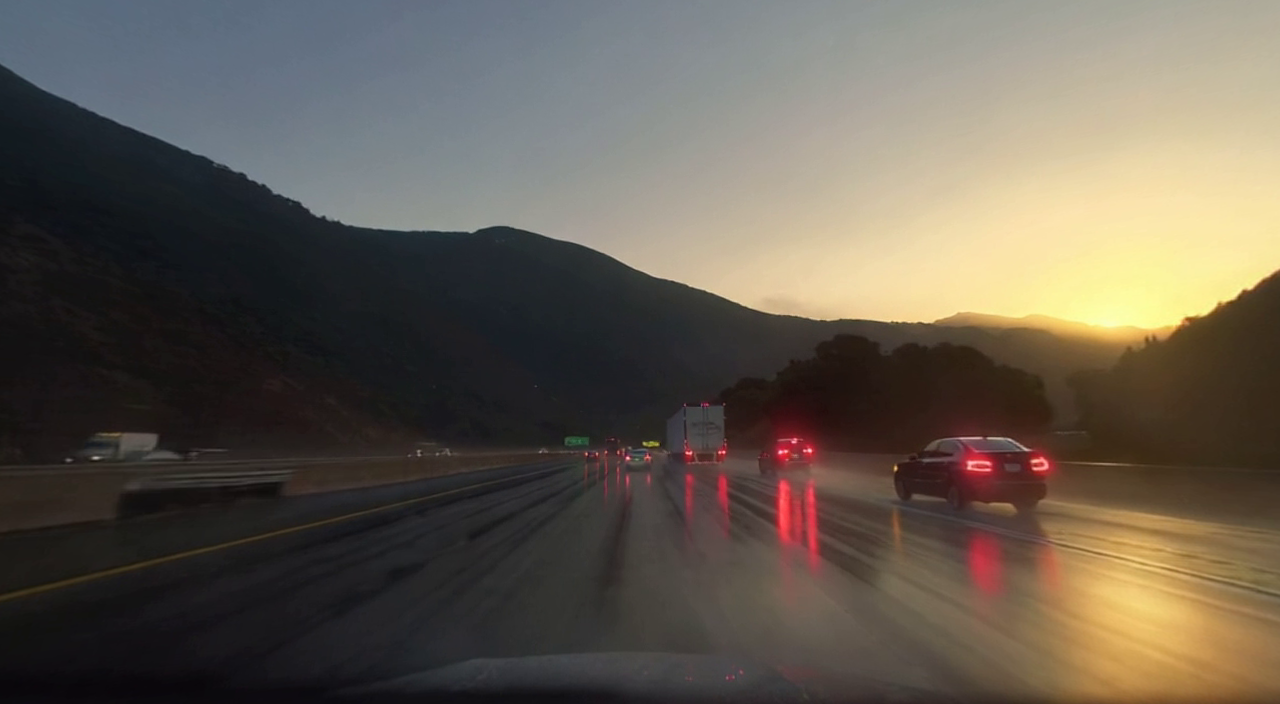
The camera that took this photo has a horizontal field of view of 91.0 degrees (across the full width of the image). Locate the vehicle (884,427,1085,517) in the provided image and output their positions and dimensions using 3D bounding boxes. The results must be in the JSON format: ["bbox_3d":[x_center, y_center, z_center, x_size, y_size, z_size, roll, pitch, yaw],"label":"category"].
[{"bbox_3d":[7.397,2.615,14.201,2.044,1.676,4.421,0,-9,1],"label":"vehicle"}]

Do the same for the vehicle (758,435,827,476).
[{"bbox_3d":[7.269,4.977,30.518,2.143,1.775,4.729,0,-9,0],"label":"vehicle"}]

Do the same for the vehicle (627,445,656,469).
[{"bbox_3d":[0.070,7.013,42.262,1.866,1.492,3.932,0,-9,-1],"label":"vehicle"}]

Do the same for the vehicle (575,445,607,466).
[{"bbox_3d":[-3.747,7.979,48.650,2.132,1.506,4.256,0,-9,0],"label":"vehicle"}]

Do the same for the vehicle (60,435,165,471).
[{"bbox_3d":[-39.465,7.567,47.372,2.736,2.463,5.726,0,-9,1],"label":"vehicle"}]

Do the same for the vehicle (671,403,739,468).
[{"bbox_3d":[3.880,5.477,40.522,3.130,3.607,11.129,0,-9,0],"label":"vehicle"}]
